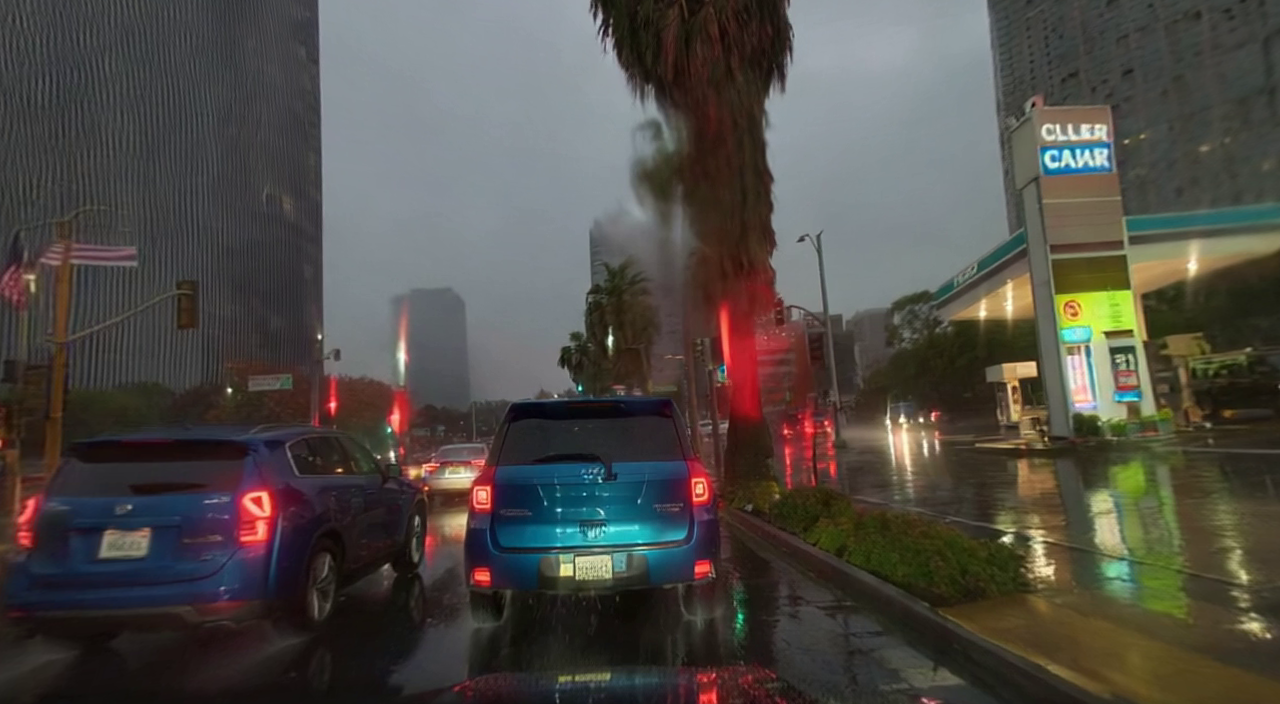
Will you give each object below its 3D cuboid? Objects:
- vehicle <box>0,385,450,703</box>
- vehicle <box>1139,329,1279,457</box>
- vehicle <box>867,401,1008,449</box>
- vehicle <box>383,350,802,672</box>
[{"bbox_3d":[-3.434,1.383,5.783,2.097,1.692,5.030,0,-8,-4],"label":"vehicle"},{"bbox_3d":[9.980,0.641,8.846,4.374,1.571,1.963,0,-8,-4],"label":"vehicle"},{"bbox_3d":[12.964,3.248,27.772,5.033,1.999,2.259,0,-8,-4],"label":"vehicle"},{"bbox_3d":[-0.448,1.296,6.319,2.519,1.913,4.819,0,-8,-5],"label":"vehicle"}]
